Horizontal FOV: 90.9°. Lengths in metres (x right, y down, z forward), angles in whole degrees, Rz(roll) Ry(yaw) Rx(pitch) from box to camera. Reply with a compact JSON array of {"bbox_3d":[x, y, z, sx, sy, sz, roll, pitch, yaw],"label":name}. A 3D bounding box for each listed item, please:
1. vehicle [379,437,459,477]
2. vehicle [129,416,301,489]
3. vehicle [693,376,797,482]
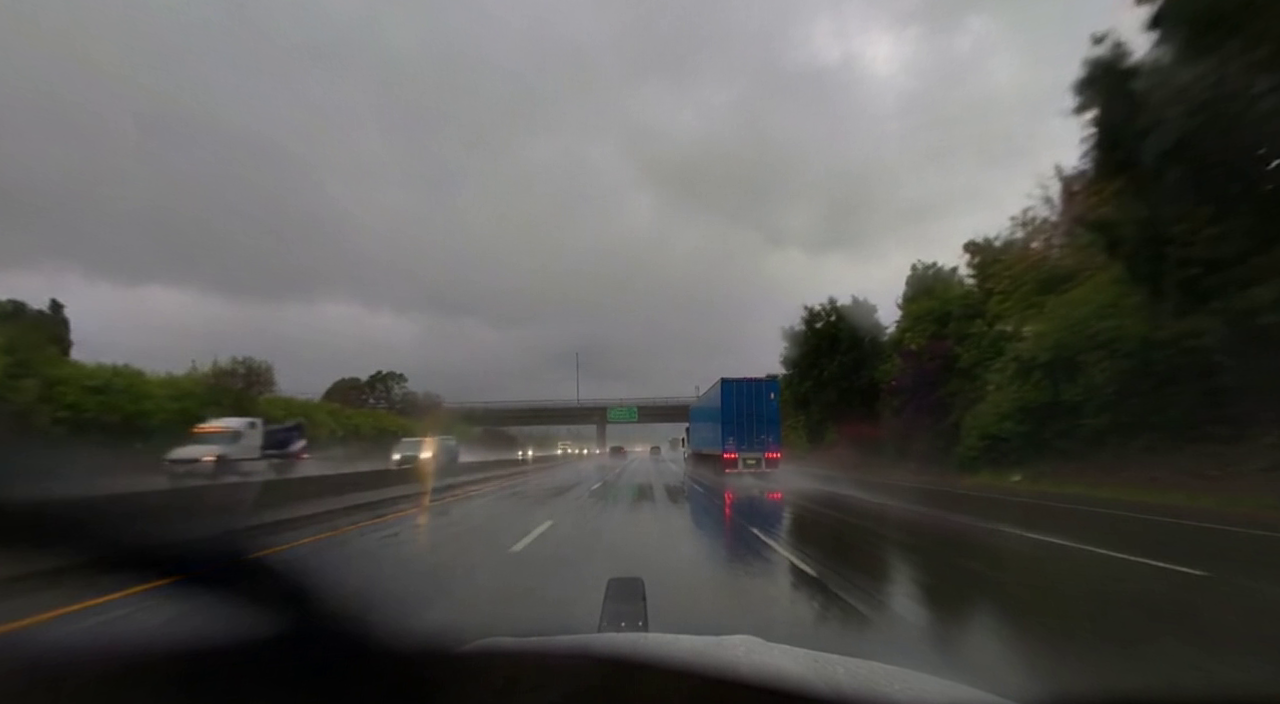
[{"bbox_3d":[-10.625,5.104,30.775,2.074,1.806,4.842,0,-9,1],"label":"vehicle"},{"bbox_3d":[-17.409,4.209,26.504,2.270,2.631,6.924,0,-9,1],"label":"vehicle"},{"bbox_3d":[4.596,4.036,31.287,2.825,4.054,14.210,0,-9,0],"label":"vehicle"}]
